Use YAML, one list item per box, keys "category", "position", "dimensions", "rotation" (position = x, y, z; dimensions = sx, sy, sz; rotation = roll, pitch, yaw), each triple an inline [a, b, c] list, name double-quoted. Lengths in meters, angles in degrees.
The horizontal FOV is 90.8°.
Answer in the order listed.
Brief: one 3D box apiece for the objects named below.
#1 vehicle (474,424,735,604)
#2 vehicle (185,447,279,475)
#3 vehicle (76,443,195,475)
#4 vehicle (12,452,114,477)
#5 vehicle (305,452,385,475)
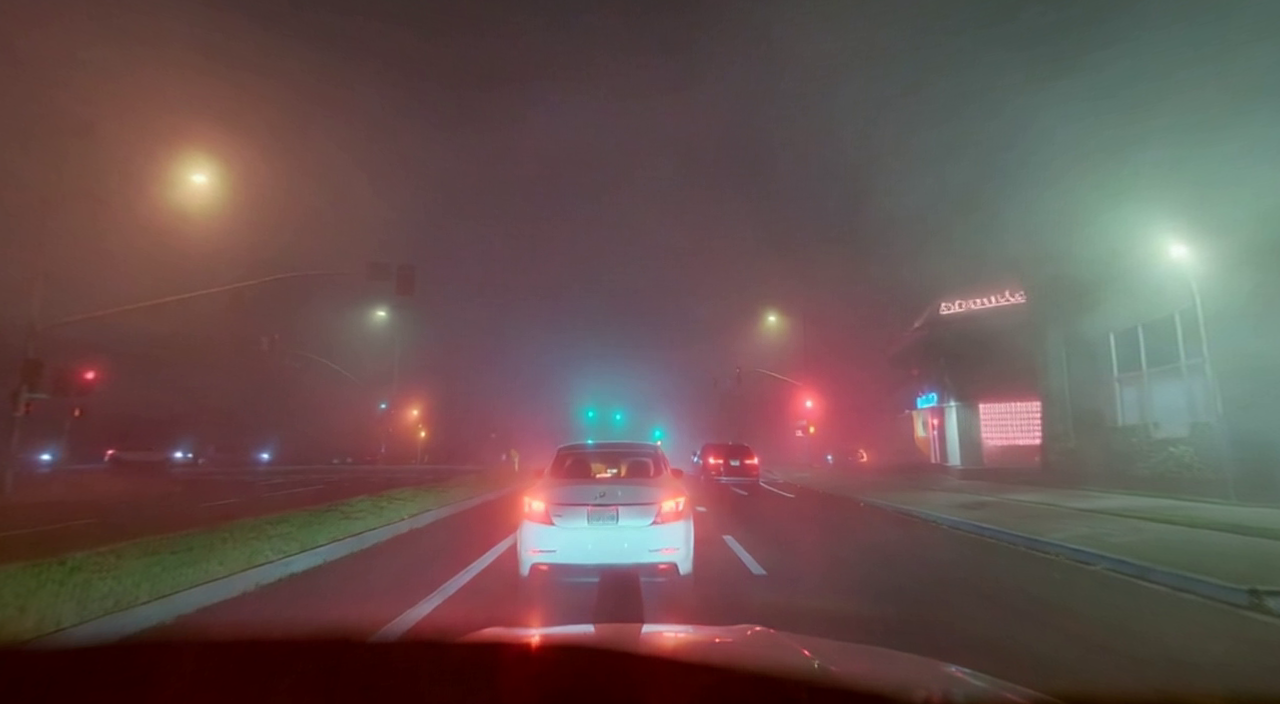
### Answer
- category: "vehicle"
  position: [-0.303, 1.671, 7.476]
  dimensions: [2.173, 1.479, 4.264]
  rotation: [0, -8, 0]
- category: "vehicle"
  position: [-26.319, 7.029, 40.906]
  dimensions: [4.575, 1.718, 2.008]
  rotation: [2, -9, -12]
- category: "vehicle"
  position: [-29.010, 6.163, 36.503]
  dimensions: [4.877, 1.754, 1.978]
  rotation: [2, -9, -12]
- category: "vehicle"
  position: [-35.540, 6.935, 39.007]
  dimensions: [4.199, 1.432, 1.727]
  rotation: [2, -9, -12]
- category: "vehicle"
  position: [-19.747, 7.463, 42.478]
  dimensions: [4.548, 1.449, 1.802]
  rotation: [2, -9, -13]
